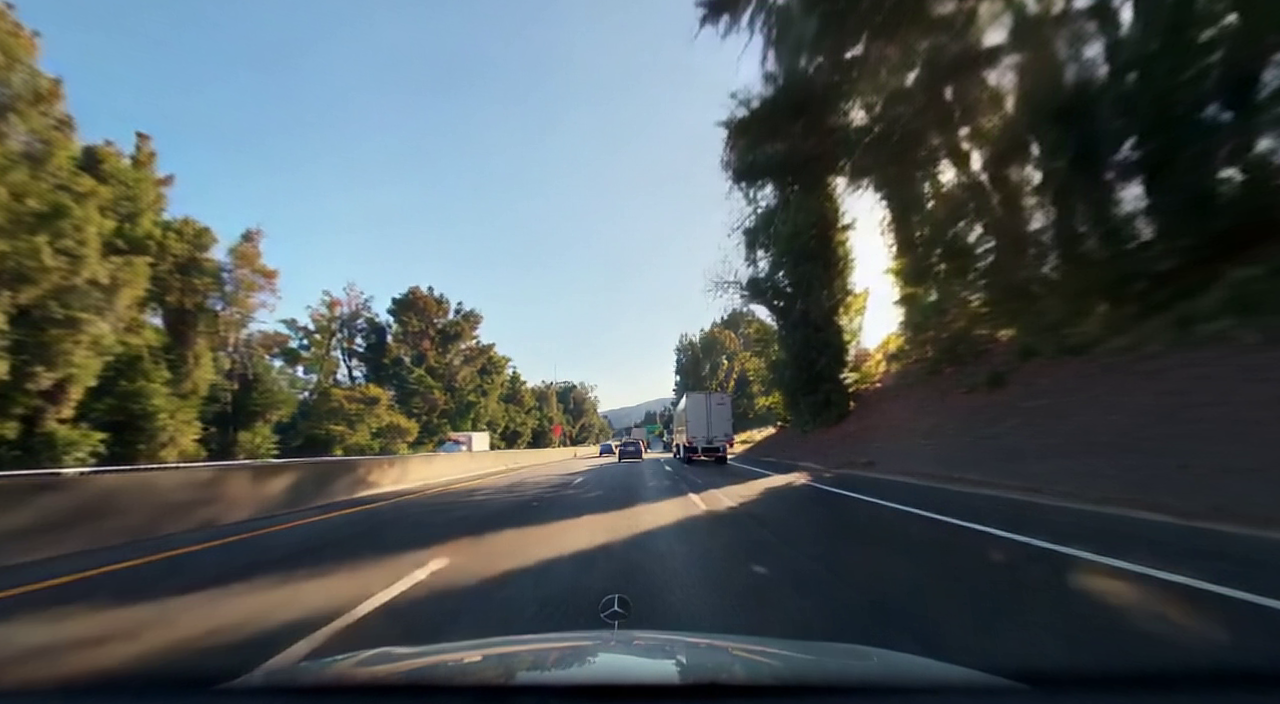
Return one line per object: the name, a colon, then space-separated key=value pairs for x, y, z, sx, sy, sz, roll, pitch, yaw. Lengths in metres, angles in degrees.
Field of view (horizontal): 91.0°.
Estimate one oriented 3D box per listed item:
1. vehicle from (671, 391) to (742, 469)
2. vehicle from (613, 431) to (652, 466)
vehicle: x=3.907 y=5.169 z=40.719 sx=3.005 sy=4.121 sz=14.417 roll=-1 pitch=-8 yaw=0
vehicle: x=-0.395 y=5.738 z=37.445 sx=2.211 sy=1.933 sz=4.315 roll=-1 pitch=-8 yaw=1
